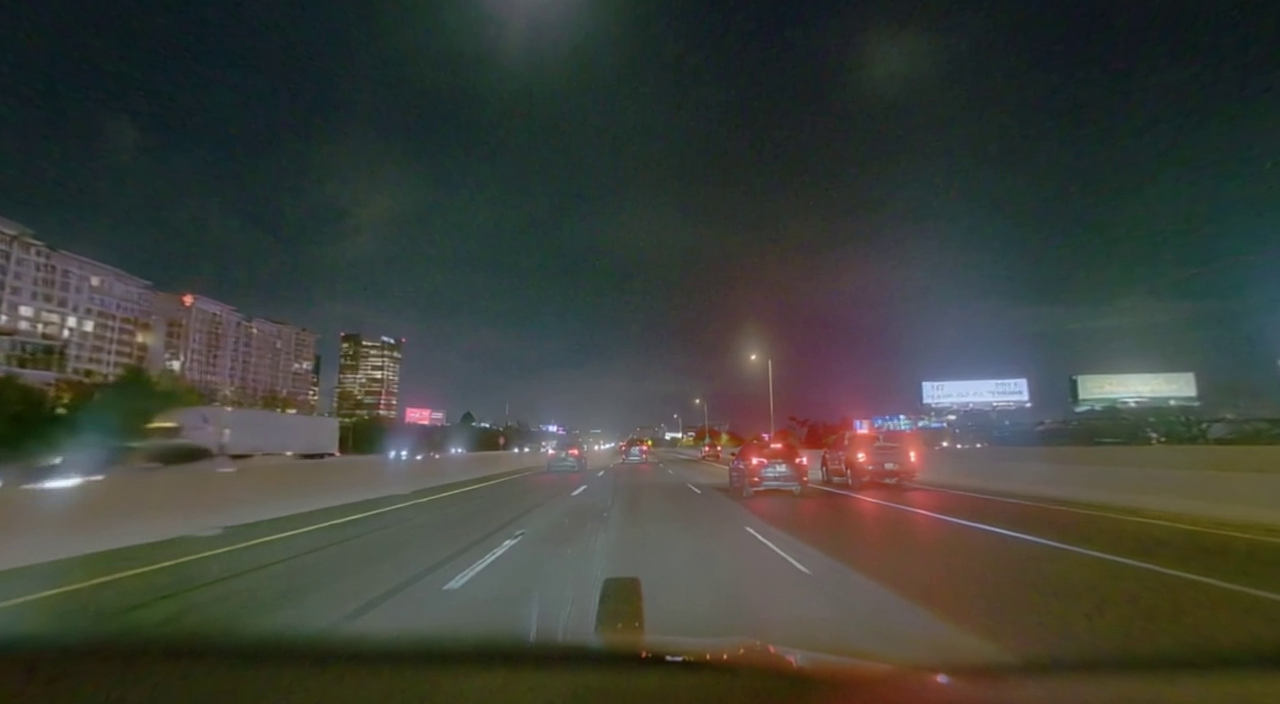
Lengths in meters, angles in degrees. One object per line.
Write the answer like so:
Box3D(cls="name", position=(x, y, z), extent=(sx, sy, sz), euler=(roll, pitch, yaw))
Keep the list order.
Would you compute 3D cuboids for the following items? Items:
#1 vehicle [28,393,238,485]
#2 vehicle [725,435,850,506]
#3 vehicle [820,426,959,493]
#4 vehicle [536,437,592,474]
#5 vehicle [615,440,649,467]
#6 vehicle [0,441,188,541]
Box3D(cls="vehicle", position=(-25.955, 4.621, 33.348), extent=(3.387, 4.158, 9.190), euler=(0, -9, -1))
Box3D(cls="vehicle", position=(3.493, 2.911, 15.962), extent=(1.987, 1.509, 4.512), euler=(0, -9, -1))
Box3D(cls="vehicle", position=(7.420, 3.258, 19.487), extent=(2.176, 1.793, 4.841), euler=(0, -9, -2))
Box3D(cls="vehicle", position=(-3.791, 5.293, 32.520), extent=(2.256, 1.756, 4.745), euler=(0, -9, 0))
Box3D(cls="vehicle", position=(-0.525, 6.771, 42.269), extent=(2.191, 1.685, 4.015), euler=(0, -9, 0))
Box3D(cls="vehicle", position=(-10.871, 2.404, 11.420), extent=(1.960, 1.528, 4.643), euler=(0, -9, -1))
